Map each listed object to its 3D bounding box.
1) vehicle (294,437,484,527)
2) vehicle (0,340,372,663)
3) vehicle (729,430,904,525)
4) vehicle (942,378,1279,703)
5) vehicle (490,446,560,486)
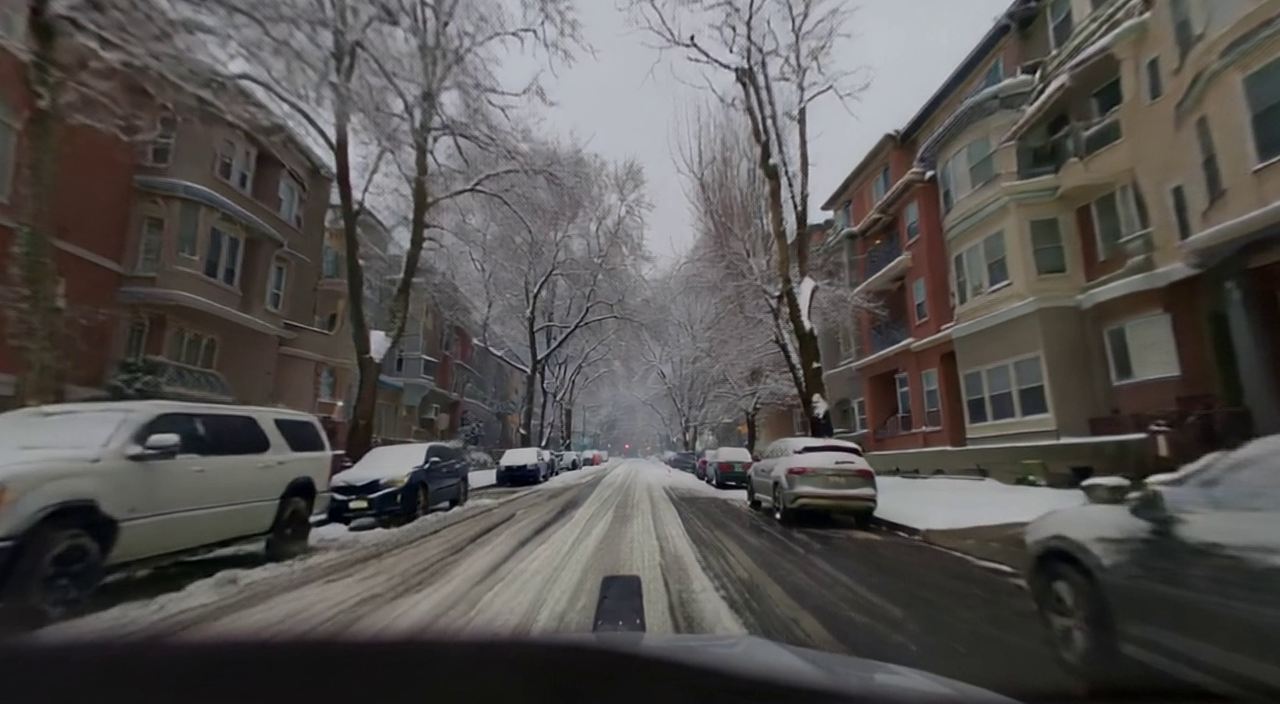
[{"bbox_3d":[-5.640,2.991,15.283,2.122,1.722,5.662,-1,-9,2],"label":"vehicle"},{"bbox_3d":[-5.542,1.441,6.943,2.596,2.152,5.689,-2,-9,1],"label":"vehicle"},{"bbox_3d":[3.994,2.986,15.800,2.473,1.895,6.050,0,-9,-2],"label":"vehicle"},{"bbox_3d":[3.698,0.964,2.570,2.445,1.662,5.309,0,-8,2],"label":"vehicle"},{"bbox_3d":[-5.391,5.420,30.379,2.222,1.735,5.215,0,-8,2],"label":"vehicle"}]
